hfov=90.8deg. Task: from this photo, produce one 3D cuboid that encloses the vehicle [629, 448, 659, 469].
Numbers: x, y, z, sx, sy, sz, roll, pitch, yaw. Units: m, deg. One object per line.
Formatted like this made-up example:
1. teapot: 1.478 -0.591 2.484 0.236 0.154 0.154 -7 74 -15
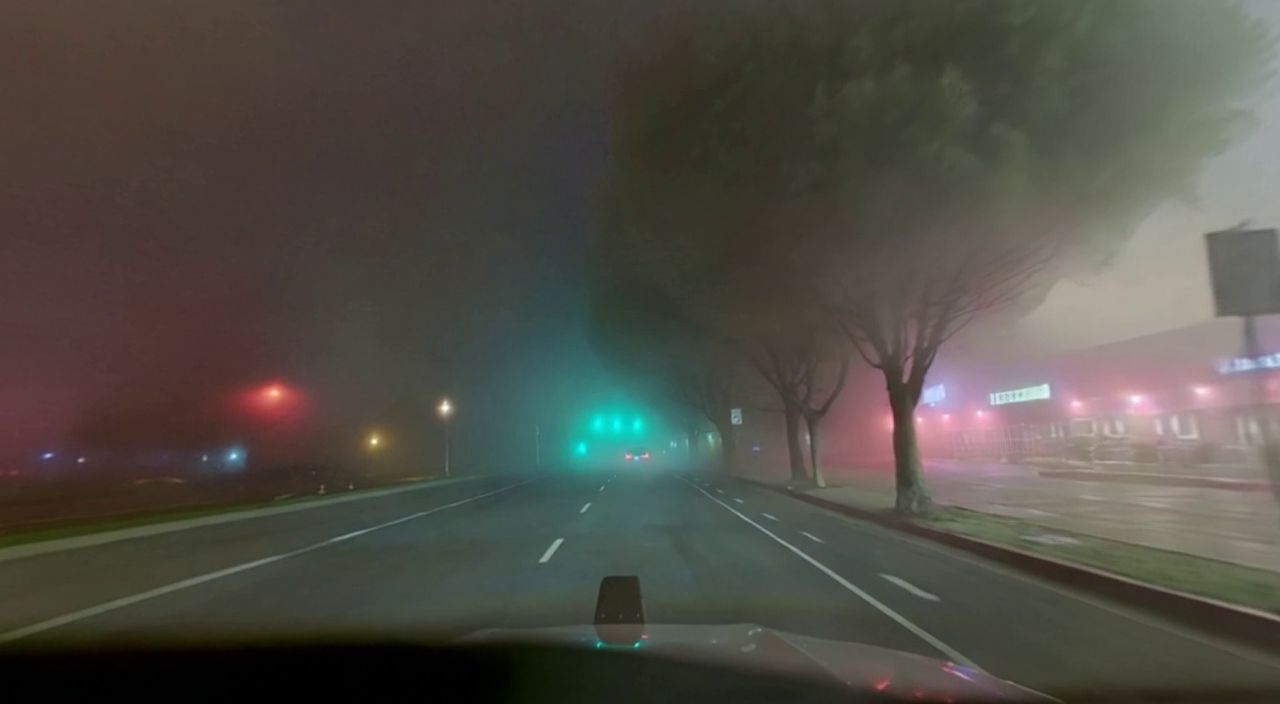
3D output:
1. vehicle: 0.263 7.798 46.329 2.115 1.461 3.976 0 -9 -1
